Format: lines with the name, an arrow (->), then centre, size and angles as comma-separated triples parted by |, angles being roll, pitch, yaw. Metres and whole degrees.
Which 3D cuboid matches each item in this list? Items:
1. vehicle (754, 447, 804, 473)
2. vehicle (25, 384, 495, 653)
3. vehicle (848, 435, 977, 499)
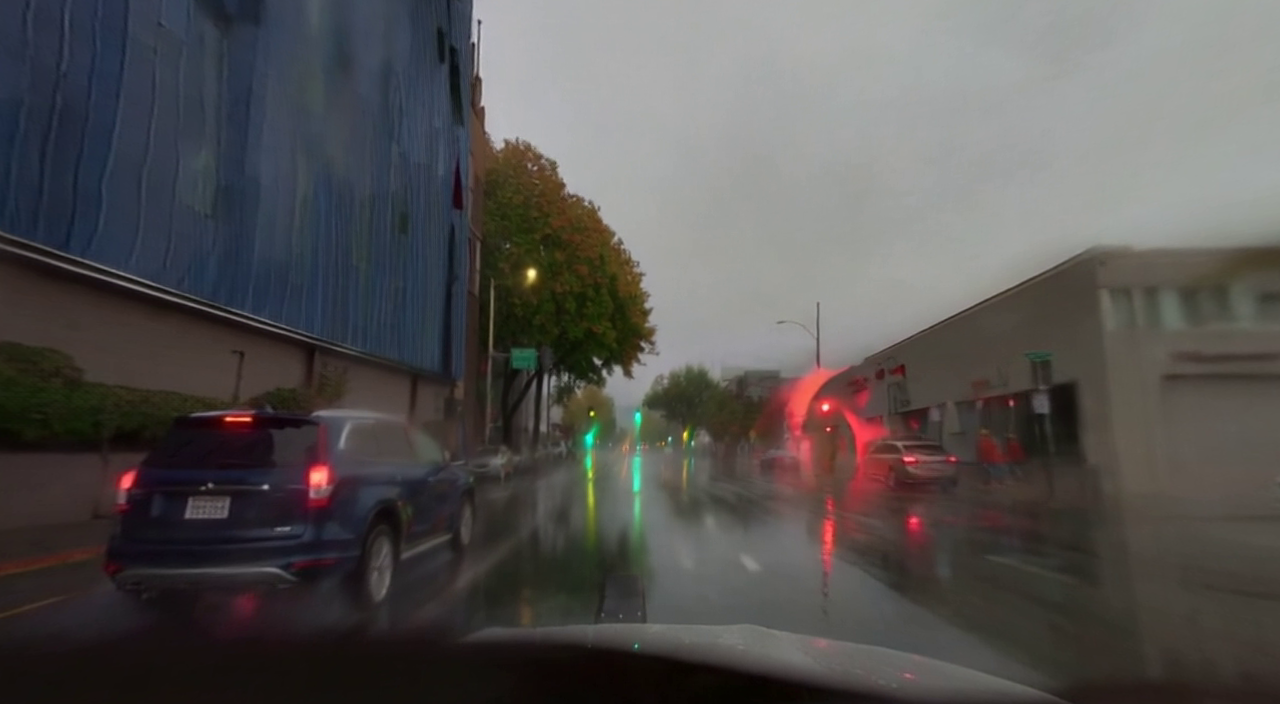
vehicle -> 8.722, 6.772, 39.984 | 1.954, 1.478, 4.625 | 0, -8, -2
vehicle -> -3.010, 1.404, 6.411 | 2.002, 1.756, 4.366 | 0, -8, 1
vehicle -> 9.253, 3.925, 22.130 | 2.129, 1.929, 5.537 | 0, -8, 1
